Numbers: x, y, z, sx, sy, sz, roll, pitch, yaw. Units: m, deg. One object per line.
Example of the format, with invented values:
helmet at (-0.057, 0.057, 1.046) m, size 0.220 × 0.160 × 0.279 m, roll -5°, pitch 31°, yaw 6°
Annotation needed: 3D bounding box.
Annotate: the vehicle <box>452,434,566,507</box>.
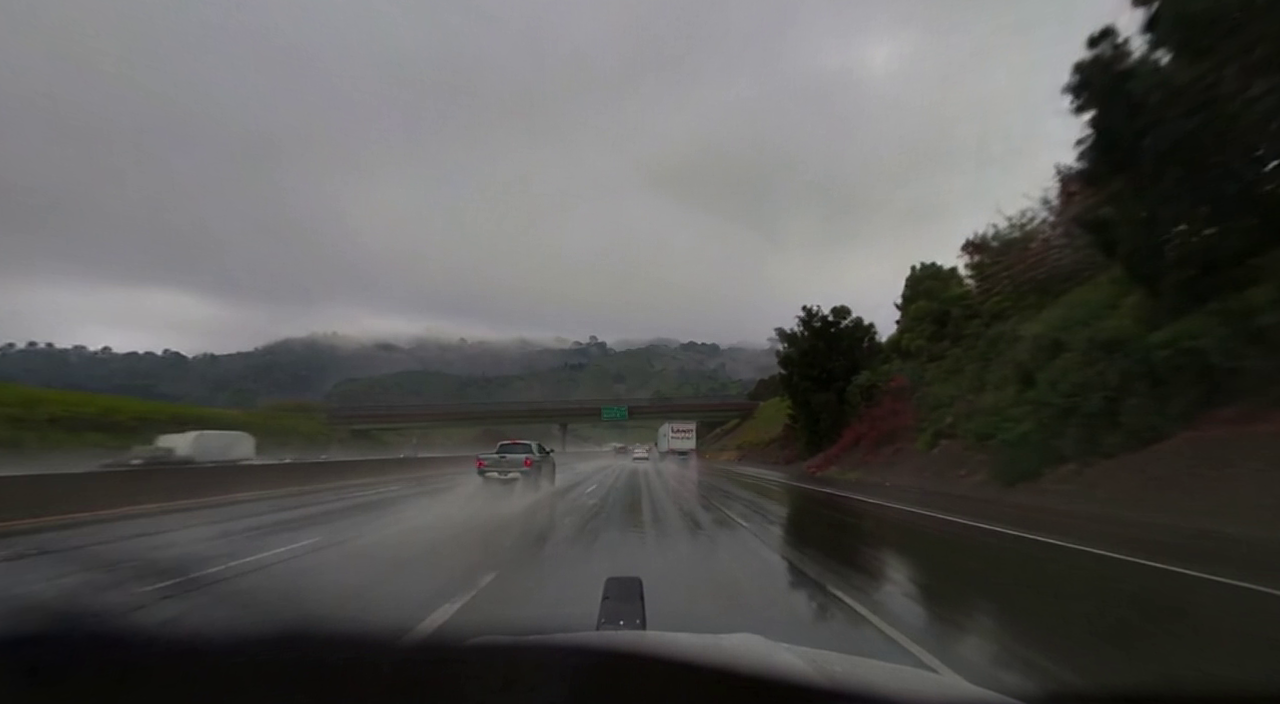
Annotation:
vehicle at (-3.225, 3.038, 16.538) m, size 2.052 × 1.654 × 4.303 m, roll 0°, pitch -9°, yaw 0°
